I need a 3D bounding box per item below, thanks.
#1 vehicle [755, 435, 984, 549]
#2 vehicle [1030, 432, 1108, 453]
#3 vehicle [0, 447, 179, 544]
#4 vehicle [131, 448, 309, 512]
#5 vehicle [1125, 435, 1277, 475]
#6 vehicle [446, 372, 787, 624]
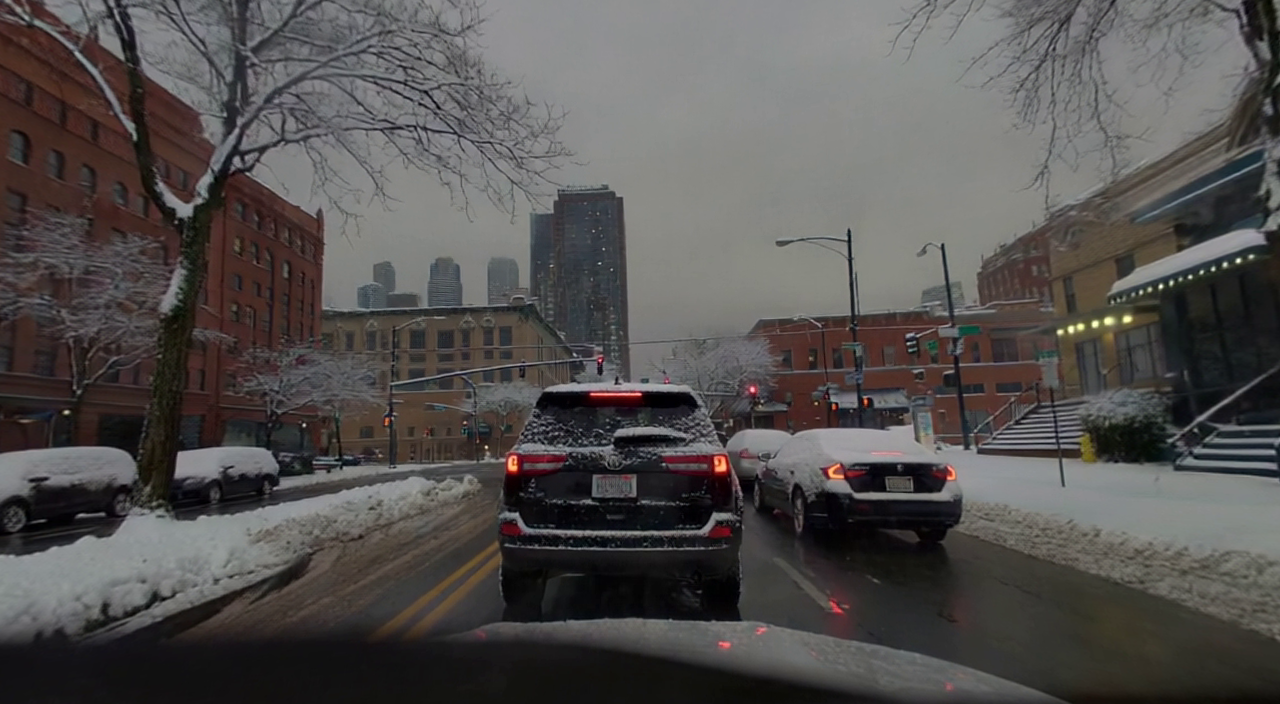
[{"bbox_3d":[3.295,2.083,10.073,2.056,1.422,4.130,0,-8,-1],"label":"vehicle"},{"bbox_3d":[33.505,7.070,49.047,5.224,1.515,2.164,3,-9,-18],"label":"vehicle"},{"bbox_3d":[-12.535,2.915,13.464,1.891,1.723,4.360,0,-8,1],"label":"vehicle"},{"bbox_3d":[-12.460,3.782,19.135,2.207,1.648,4.675,0,-8,-1],"label":"vehicle"},{"bbox_3d":[22.130,4.055,24.986,4.055,1.469,1.848,-4,-9,26],"label":"vehicle"},{"bbox_3d":[-0.160,1.368,6.767,2.453,1.816,4.300,0,-8,0],"label":"vehicle"}]
